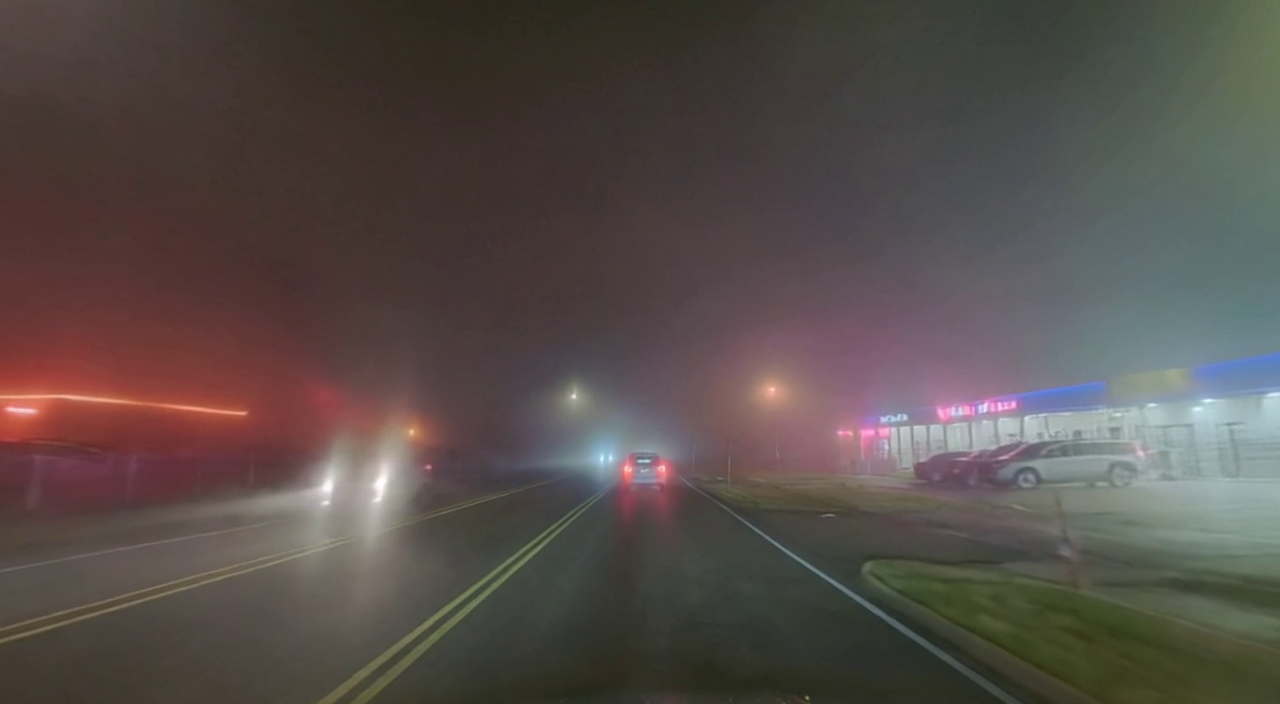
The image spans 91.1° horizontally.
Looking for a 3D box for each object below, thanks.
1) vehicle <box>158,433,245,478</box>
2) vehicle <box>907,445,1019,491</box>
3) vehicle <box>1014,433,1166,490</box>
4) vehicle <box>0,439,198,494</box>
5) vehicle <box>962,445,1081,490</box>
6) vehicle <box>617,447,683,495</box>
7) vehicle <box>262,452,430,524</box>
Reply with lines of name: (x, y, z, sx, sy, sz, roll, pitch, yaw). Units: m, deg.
vehicle: (-30.028, 7.095, 43.150, 2.502, 2.916, 4.293, 0, -9, 5)
vehicle: (11.816, 4.249, 23.368, 1.970, 1.501, 4.514, 0, -9, 3)
vehicle: (16.084, 3.944, 22.834, 2.101, 1.825, 4.700, 0, -9, 2)
vehicle: (-27.895, 5.224, 29.167, 2.951, 2.274, 15.187, 0, -9, 4)
vehicle: (14.112, 4.261, 23.566, 1.897, 1.511, 4.250, 0, -9, 2)
vehicle: (0.322, 4.204, 22.528, 2.144, 1.514, 4.063, 0, -9, 0)
vehicle: (-7.038, 3.257, 15.647, 2.034, 1.499, 4.236, 0, -9, 2)
